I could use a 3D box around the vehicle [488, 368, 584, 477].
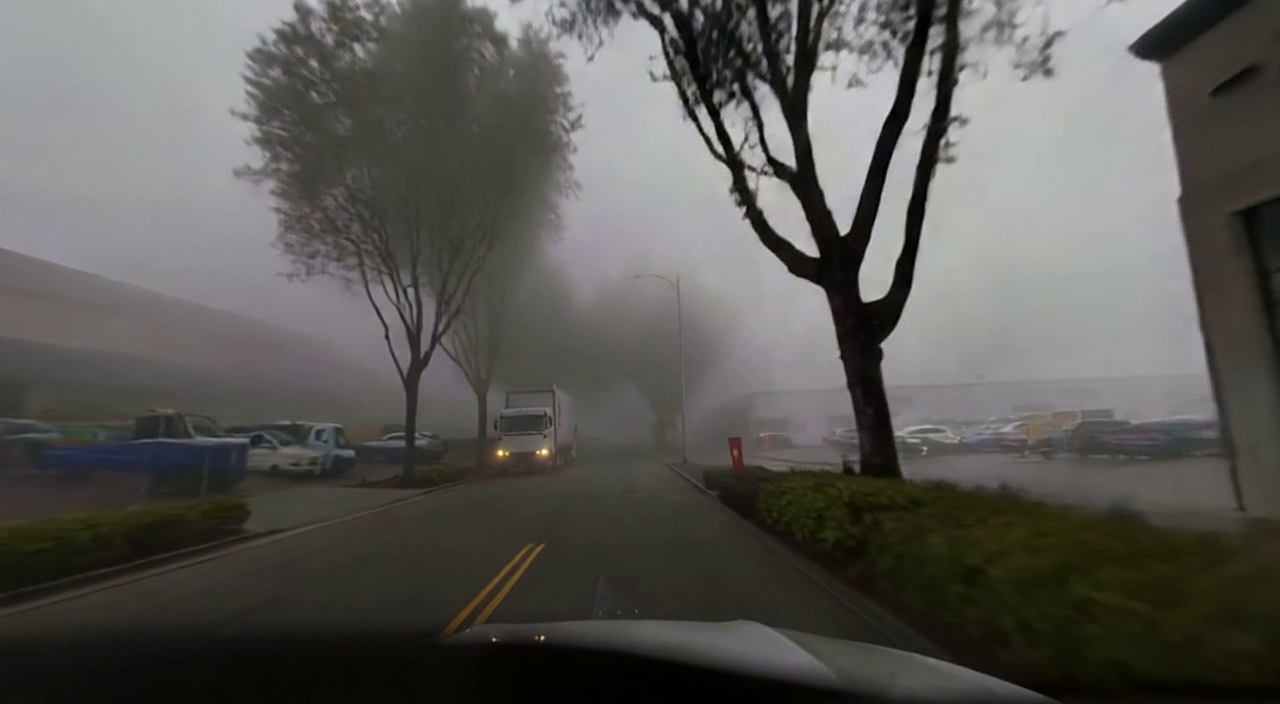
[{"bbox_3d":[-5.288,4.046,35.489,2.976,4.754,15.127,-1,-7,0],"label":"vehicle"}]

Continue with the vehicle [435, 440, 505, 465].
[{"bbox_3d":[-10.554,6.259,39.116,3.893,1.413,1.625,-1,-8,-1],"label":"vehicle"}]
